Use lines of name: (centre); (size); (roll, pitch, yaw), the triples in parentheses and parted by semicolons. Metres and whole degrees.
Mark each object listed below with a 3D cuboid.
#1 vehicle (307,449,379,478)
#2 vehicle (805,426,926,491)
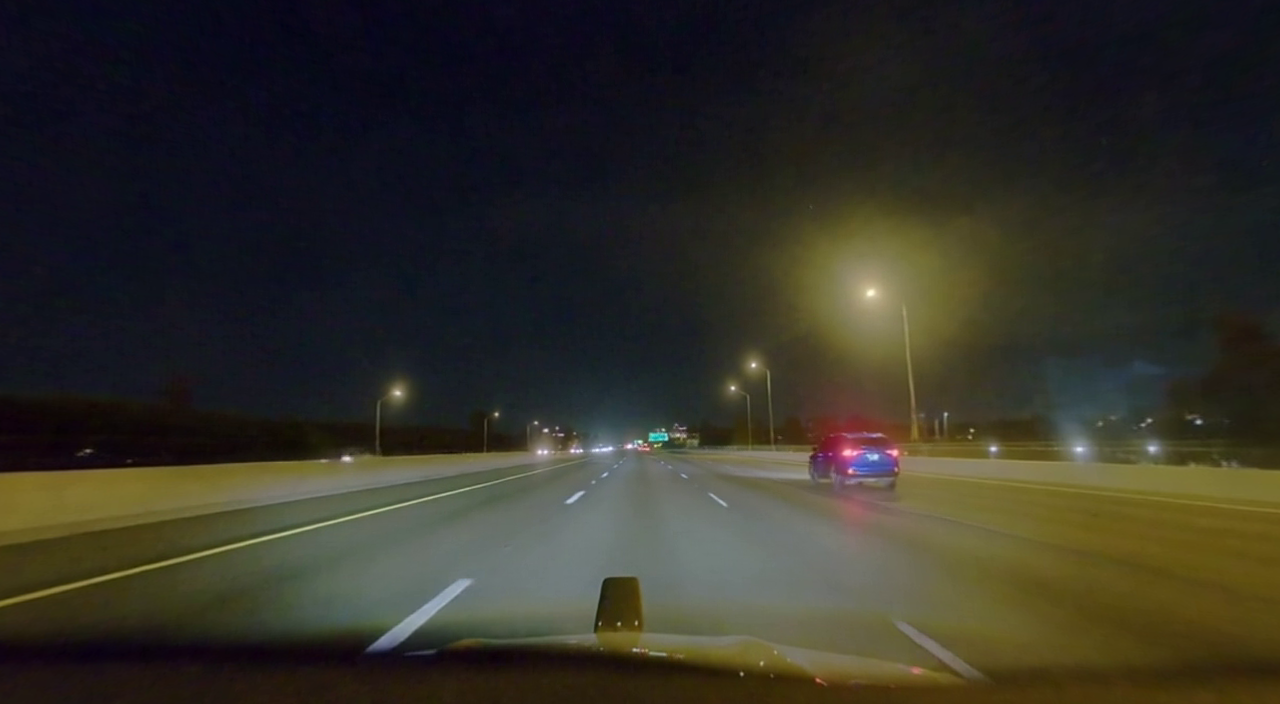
vehicle: (-17.638, 6.614, 37.754); (1.976, 1.606, 4.626); (0, -9, 0)
vehicle: (7.294, 3.511, 21.079); (2.222, 1.899, 4.595); (0, -9, -1)
